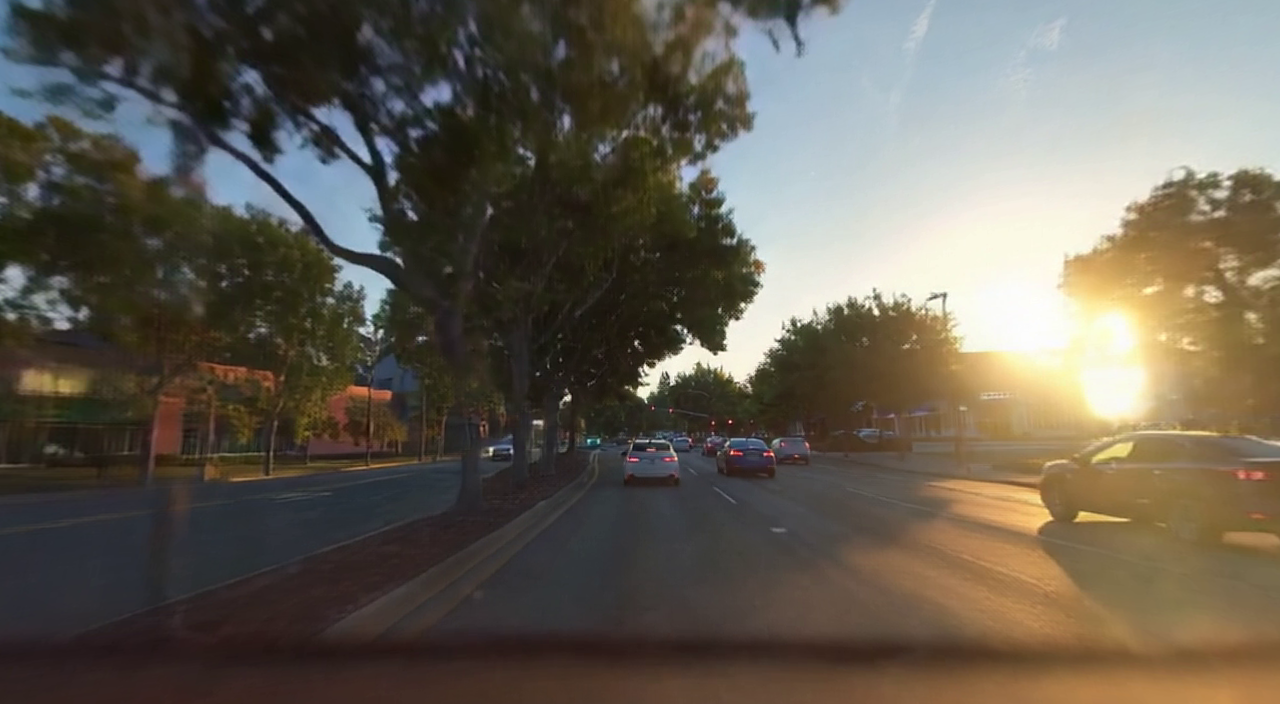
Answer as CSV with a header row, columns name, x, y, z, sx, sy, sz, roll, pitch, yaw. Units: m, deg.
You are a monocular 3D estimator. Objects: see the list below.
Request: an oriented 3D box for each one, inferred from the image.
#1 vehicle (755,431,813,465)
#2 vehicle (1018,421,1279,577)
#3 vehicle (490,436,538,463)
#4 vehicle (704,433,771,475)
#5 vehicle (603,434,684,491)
name,x,y,z,sx,sy,sz,roll,pitch,yaw
vehicle,7.644,5.136,33.874,2.044,1.701,4.397,0,-8,0
vehicle,7.233,1.746,8.249,1.892,1.515,4.400,0,-8,1
vehicle,-8.160,6.356,41.266,2.044,1.610,4.463,-1,-8,3
vehicle,3.787,4.050,25.202,1.988,1.528,4.144,0,-8,0
vehicle,0.140,3.163,18.387,2.096,1.473,3.893,0,-8,2
